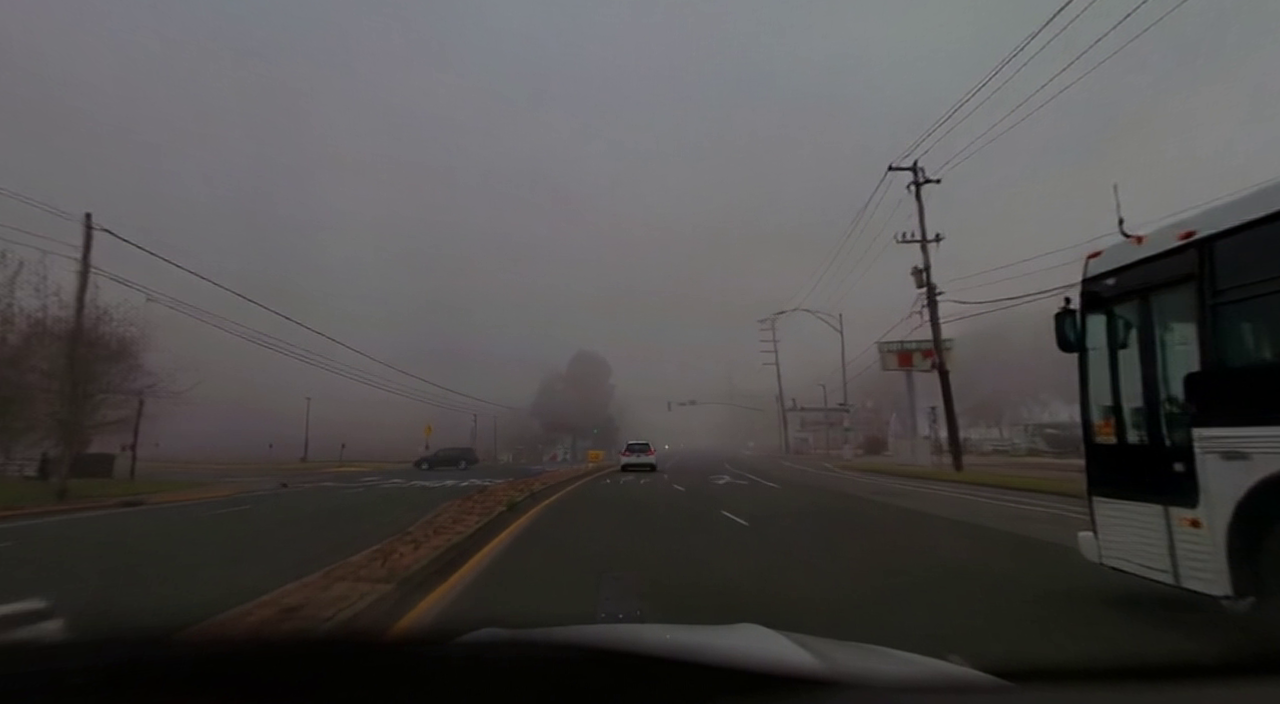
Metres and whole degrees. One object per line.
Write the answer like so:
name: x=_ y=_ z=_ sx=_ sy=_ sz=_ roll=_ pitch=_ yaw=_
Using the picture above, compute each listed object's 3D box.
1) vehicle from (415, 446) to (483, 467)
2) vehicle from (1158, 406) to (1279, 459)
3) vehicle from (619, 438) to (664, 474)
vehicle: x=-14.046 y=7.688 z=46.685 sx=2.210 sy=1.493 sz=4.430 roll=-6 pitch=-10 yaw=33
vehicle: x=25.378 y=3.461 z=27.188 sx=4.262 sy=2.188 sz=2.087 roll=0 pitch=-7 yaw=-1
vehicle: x=0.132 y=5.049 z=30.792 sx=2.032 sy=1.621 sz=4.082 roll=0 pitch=-8 yaw=2
